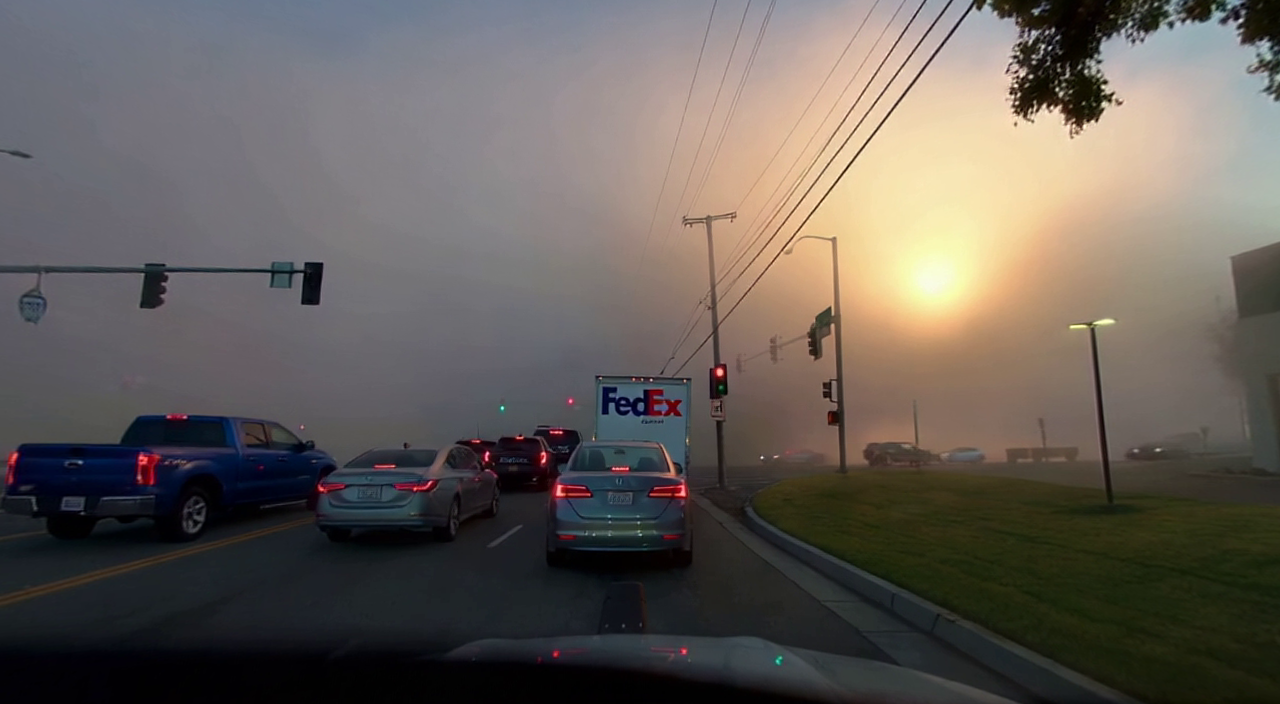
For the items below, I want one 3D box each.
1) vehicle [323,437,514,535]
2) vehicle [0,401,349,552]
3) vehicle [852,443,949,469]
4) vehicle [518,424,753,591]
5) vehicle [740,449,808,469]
[{"bbox_3d":[-3.871,2.398,11.932,1.949,1.487,4.390,0,-9,1],"label":"vehicle"},{"bbox_3d":[-7.285,1.983,10.727,2.125,1.893,5.498,0,-9,-2],"label":"vehicle"},{"bbox_3d":[15.224,6.104,36.922,4.794,1.481,1.968,0,-8,2],"label":"vehicle"},{"bbox_3d":[-0.050,1.748,7.943,2.145,1.513,4.269,0,-9,0],"label":"vehicle"},{"bbox_3d":[10.367,8.288,48.678,4.841,1.494,1.829,1,-9,-5],"label":"vehicle"}]
